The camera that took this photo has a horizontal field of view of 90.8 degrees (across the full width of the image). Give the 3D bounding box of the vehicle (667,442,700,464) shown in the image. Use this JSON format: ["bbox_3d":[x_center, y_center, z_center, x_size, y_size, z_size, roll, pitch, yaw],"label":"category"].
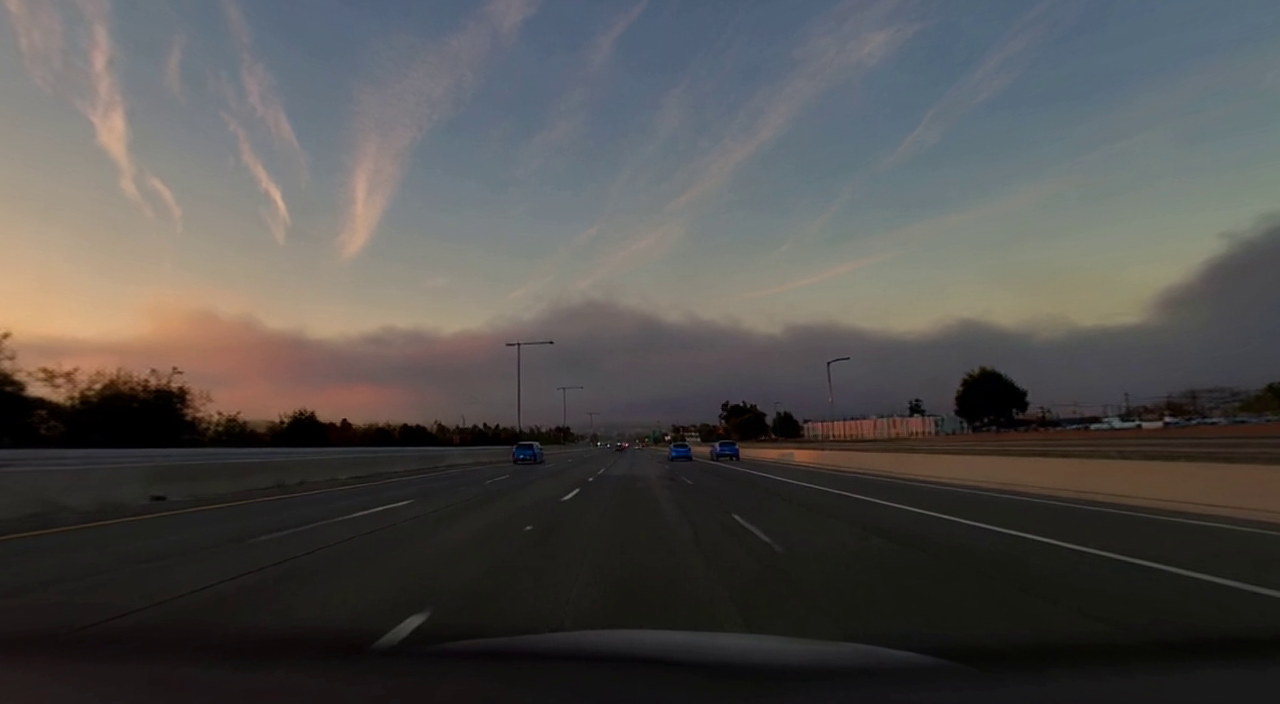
[{"bbox_3d":[3.117,7.314,45.774,2.000,1.533,3.770,0,-8,-1],"label":"vehicle"}]

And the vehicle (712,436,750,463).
[{"bbox_3d":[6.807,7.381,47.813,2.065,1.953,4.605,0,-8,-2],"label":"vehicle"}]

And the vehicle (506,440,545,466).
[{"bbox_3d":[-8.257,7.295,46.018,2.083,1.696,5.464,1,-8,-2],"label":"vehicle"}]
